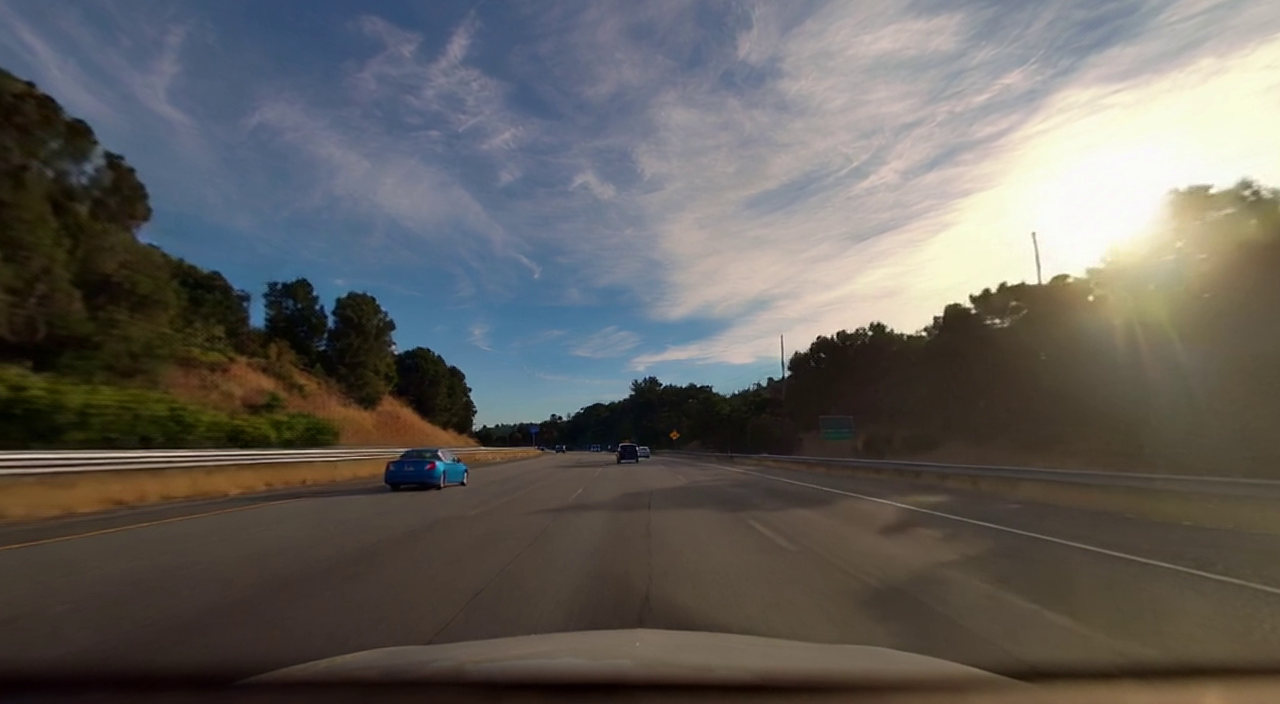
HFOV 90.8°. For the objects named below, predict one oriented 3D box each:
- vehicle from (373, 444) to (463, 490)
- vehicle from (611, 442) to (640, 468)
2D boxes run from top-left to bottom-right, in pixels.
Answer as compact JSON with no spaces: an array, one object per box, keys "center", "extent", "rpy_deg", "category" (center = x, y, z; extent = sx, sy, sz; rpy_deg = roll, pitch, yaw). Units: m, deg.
[{"center":[-7.897,4.094,22.879],"extent":[1.915,1.479,3.843],"rpy_deg":[0,-9,-1],"category":"vehicle"},{"center":[-1.121,7.656,47.114],"extent":[1.990,1.878,4.079],"rpy_deg":[0,-9,-3],"category":"vehicle"}]
